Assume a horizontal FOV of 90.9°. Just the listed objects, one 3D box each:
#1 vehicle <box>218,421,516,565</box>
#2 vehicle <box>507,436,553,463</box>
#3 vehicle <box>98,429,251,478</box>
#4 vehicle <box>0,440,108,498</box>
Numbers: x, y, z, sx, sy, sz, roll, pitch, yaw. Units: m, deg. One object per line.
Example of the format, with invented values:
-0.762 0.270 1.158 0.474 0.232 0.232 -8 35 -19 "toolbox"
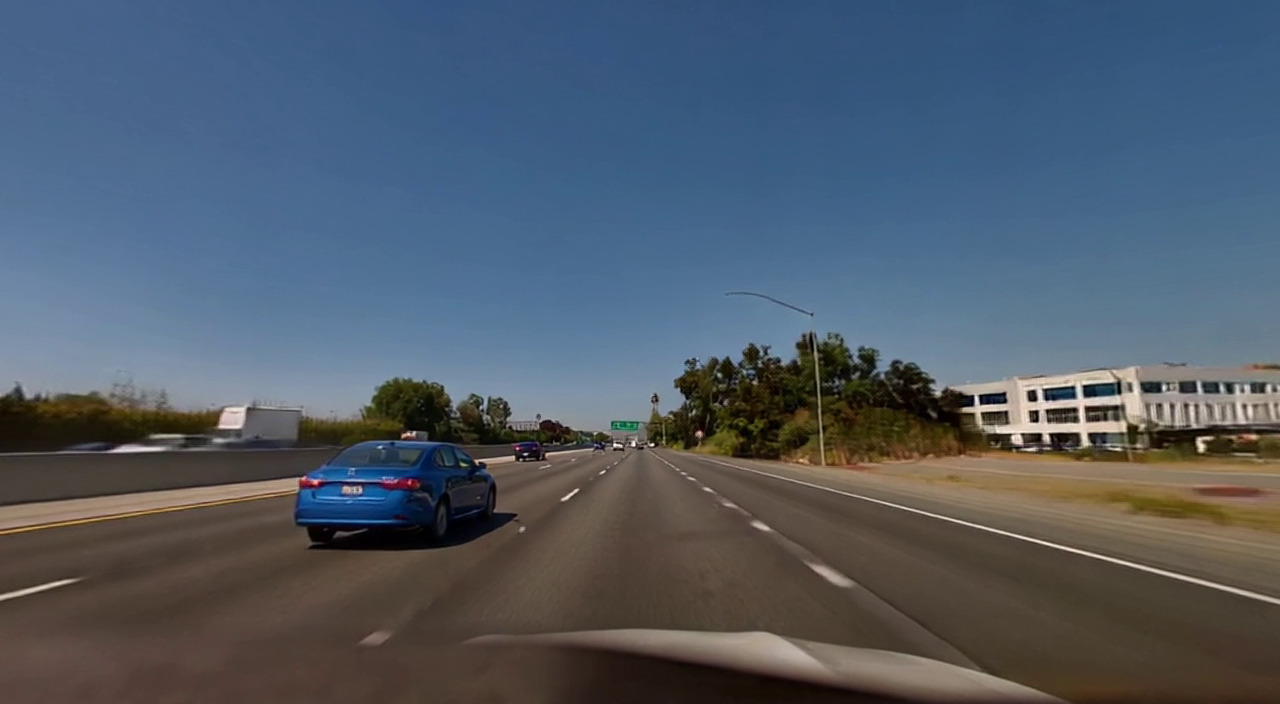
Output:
-3.489 1.908 9.441 2.144 1.565 4.951 0 -8 1 "vehicle"
-7.194 6.455 41.699 2.118 1.675 4.395 0 -8 1 "vehicle"
-21.078 4.641 29.077 2.462 2.008 6.004 0 -8 0 "vehicle"
-17.405 3.162 17.302 1.812 1.481 4.294 0 -8 1 "vehicle"
